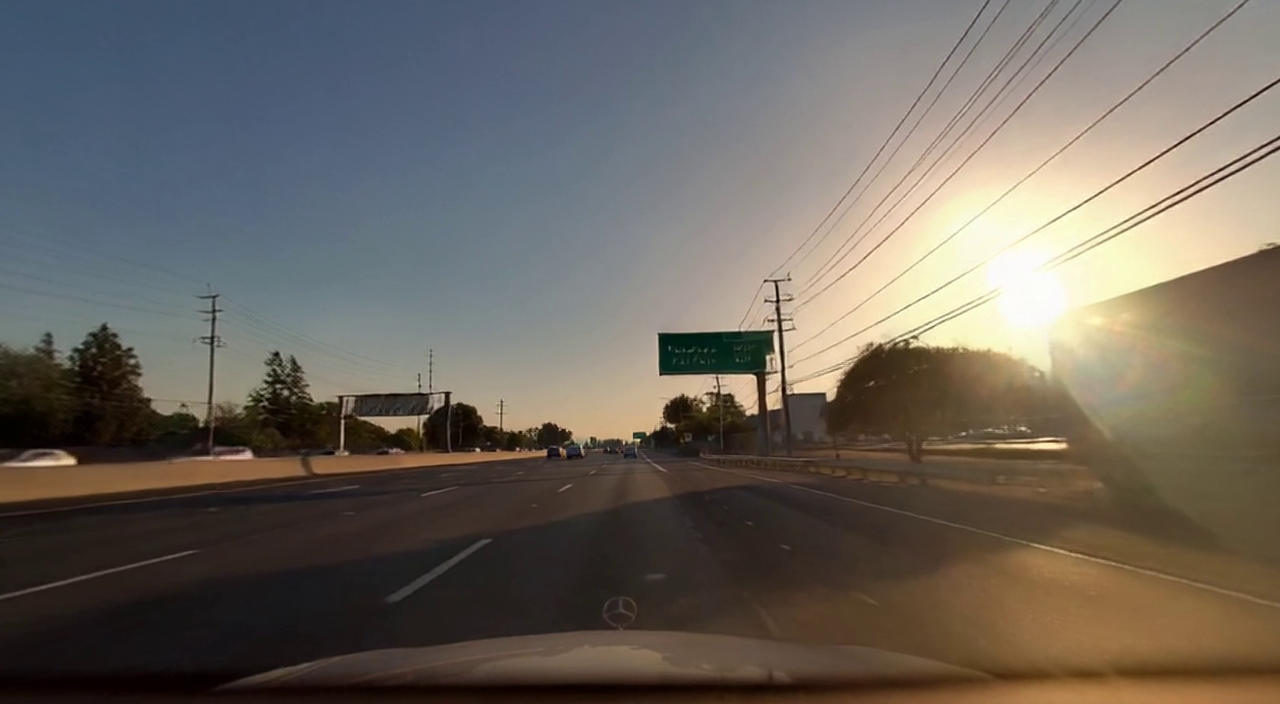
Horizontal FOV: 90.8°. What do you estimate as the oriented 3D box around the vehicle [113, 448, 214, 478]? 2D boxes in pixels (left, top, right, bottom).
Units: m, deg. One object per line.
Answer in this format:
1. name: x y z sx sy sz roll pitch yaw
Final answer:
1. vehicle: -25.428 5.915 33.956 1.838 1.443 4.598 0 -8 0
